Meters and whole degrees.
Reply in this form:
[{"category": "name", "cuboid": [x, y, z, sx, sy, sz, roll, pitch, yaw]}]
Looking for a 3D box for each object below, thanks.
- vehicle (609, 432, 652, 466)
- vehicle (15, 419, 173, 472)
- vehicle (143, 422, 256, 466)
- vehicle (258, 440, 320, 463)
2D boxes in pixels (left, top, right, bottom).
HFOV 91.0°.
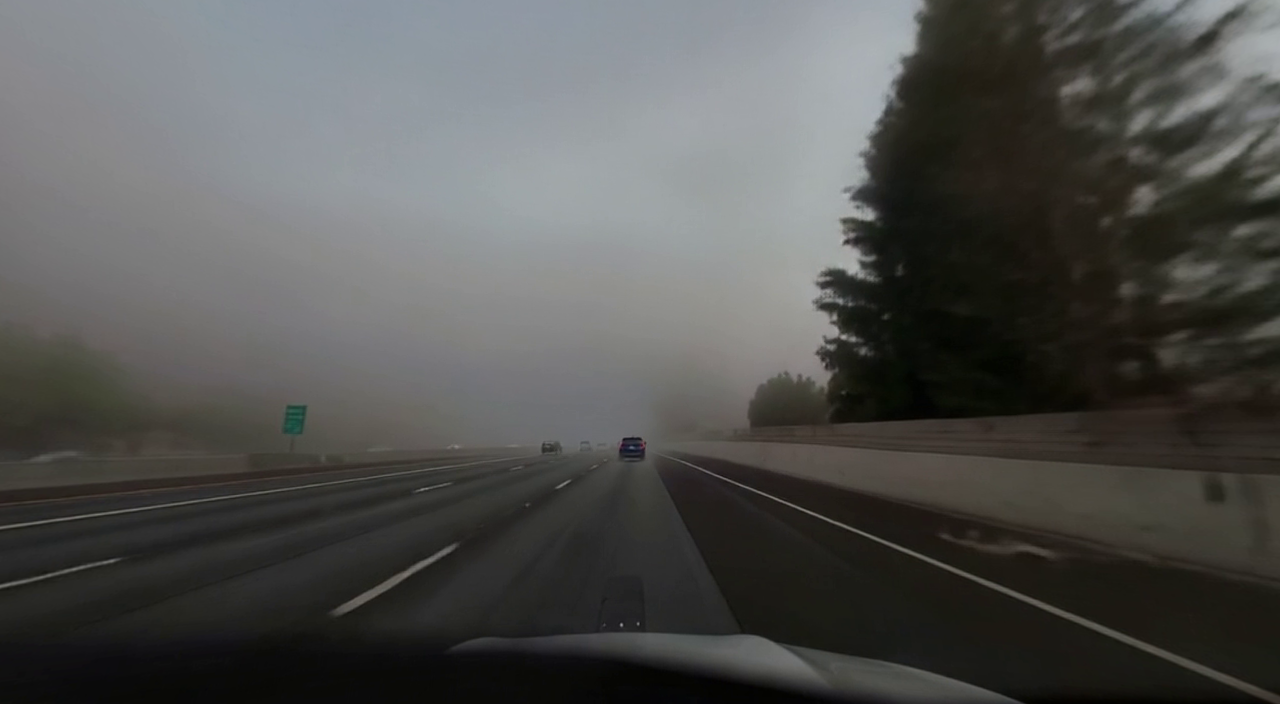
[{"category": "vehicle", "cuboid": [-0.460, 5.134, 33.384, 2.141, 1.706, 4.065, 0, -8, 0]}, {"category": "vehicle", "cuboid": [-33.141, 5.764, 38.750, 2.699, 2.912, 7.678, 0, -8, 1]}, {"category": "vehicle", "cuboid": [-33.077, 6.971, 47.750, 2.783, 3.064, 7.843, 0, -8, 0]}, {"category": "vehicle", "cuboid": [-25.443, 7.237, 45.878, 1.894, 1.591, 4.497, 0, -8, 0]}]
